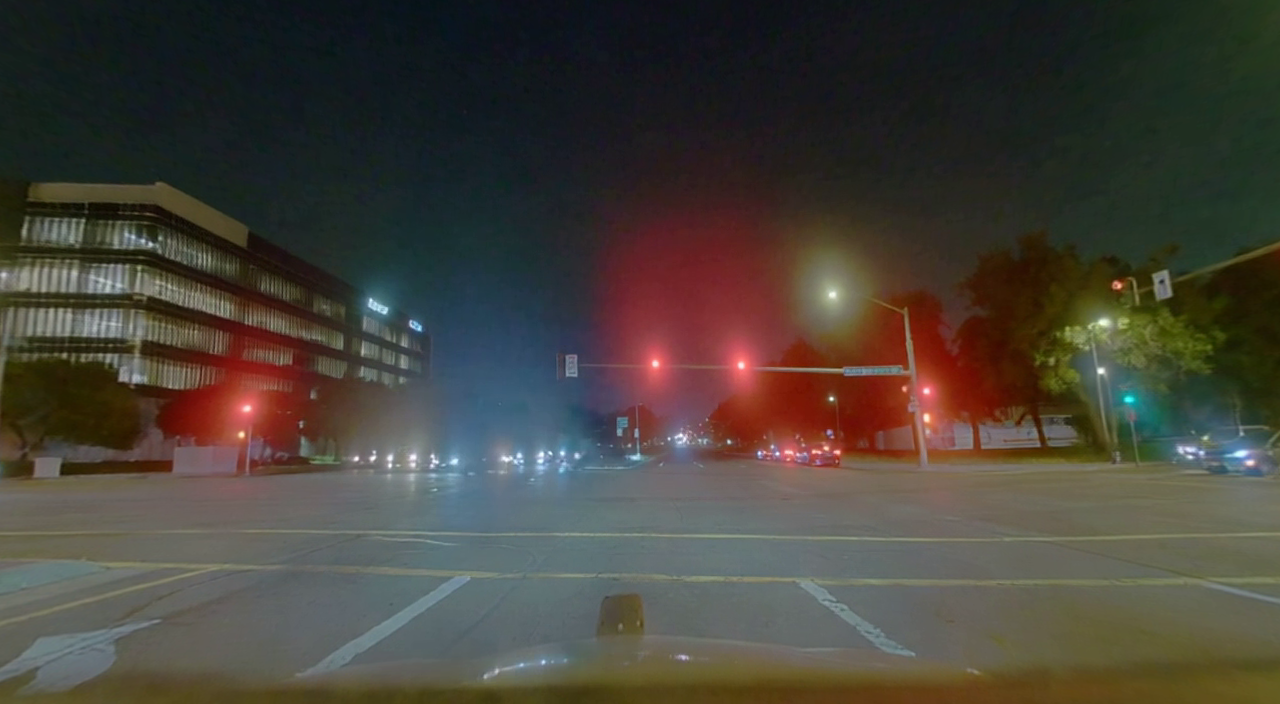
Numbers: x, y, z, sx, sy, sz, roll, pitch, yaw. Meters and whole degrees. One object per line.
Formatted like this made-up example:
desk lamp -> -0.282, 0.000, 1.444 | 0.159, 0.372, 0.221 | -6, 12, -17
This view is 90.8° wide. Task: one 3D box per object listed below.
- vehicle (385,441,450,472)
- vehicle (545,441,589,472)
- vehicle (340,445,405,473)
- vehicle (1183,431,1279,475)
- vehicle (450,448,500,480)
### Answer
vehicle -> -15.126, 7.121, 43.244 | 2.340, 1.946, 5.450 | -1, -9, 1
vehicle -> -3.916, 5.491, 33.371 | 2.109, 1.461, 4.637 | 1, -9, -9
vehicle -> -18.544, 7.412, 44.089 | 2.237, 1.842, 5.116 | 0, -9, 0
vehicle -> 22.319, 3.557, 22.356 | 4.474, 1.477, 1.908 | 0, -9, -2
vehicle -> -7.341, 4.975, 28.406 | 1.910, 1.288, 4.093 | 1, -9, -11
